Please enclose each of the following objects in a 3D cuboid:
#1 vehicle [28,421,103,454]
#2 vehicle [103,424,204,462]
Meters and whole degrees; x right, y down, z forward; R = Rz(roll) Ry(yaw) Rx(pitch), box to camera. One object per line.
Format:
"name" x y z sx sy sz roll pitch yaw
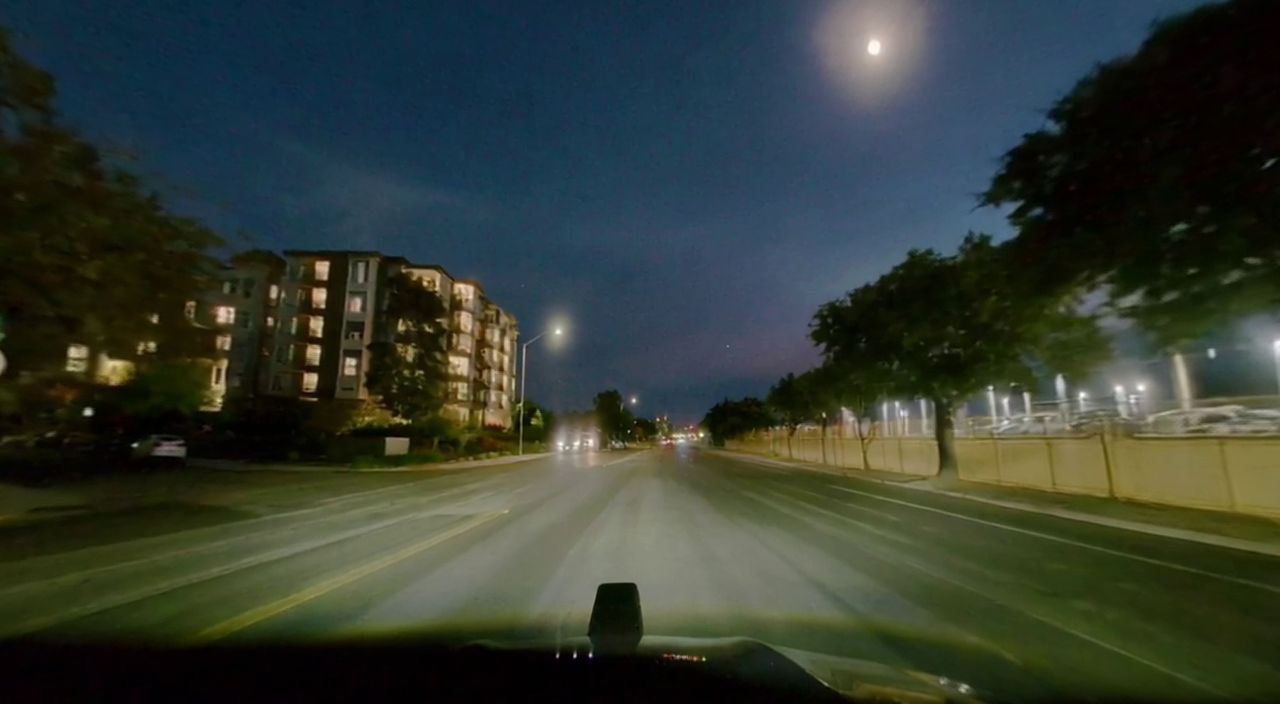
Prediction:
"vehicle" -34.778 5.211 38.221 4.503 1.838 2.069 -5 -10 32
"vehicle" -24.798 4.650 32.178 5.078 1.794 2.210 -5 -10 30
